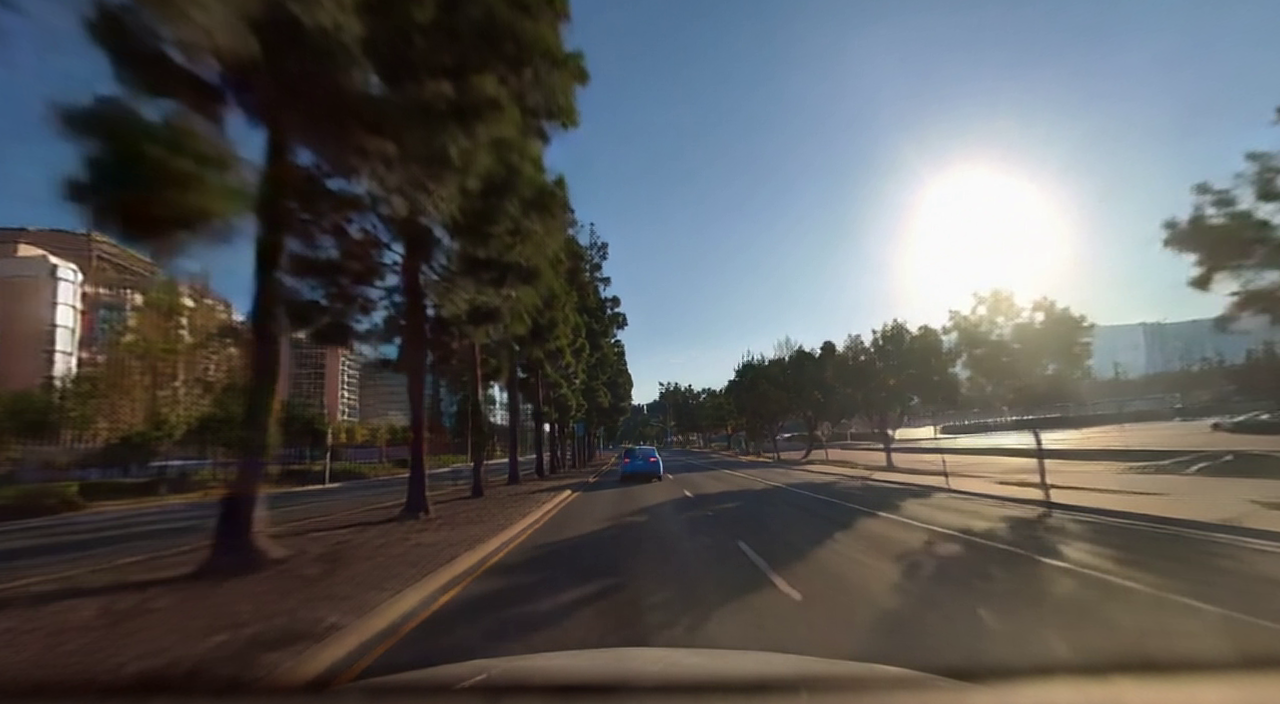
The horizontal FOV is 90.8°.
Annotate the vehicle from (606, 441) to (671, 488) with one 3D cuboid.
[{"bbox_3d":[-0.078,3.915,22.371,2.042,1.479,4.601,0,-8,-1],"label":"vehicle"}]
